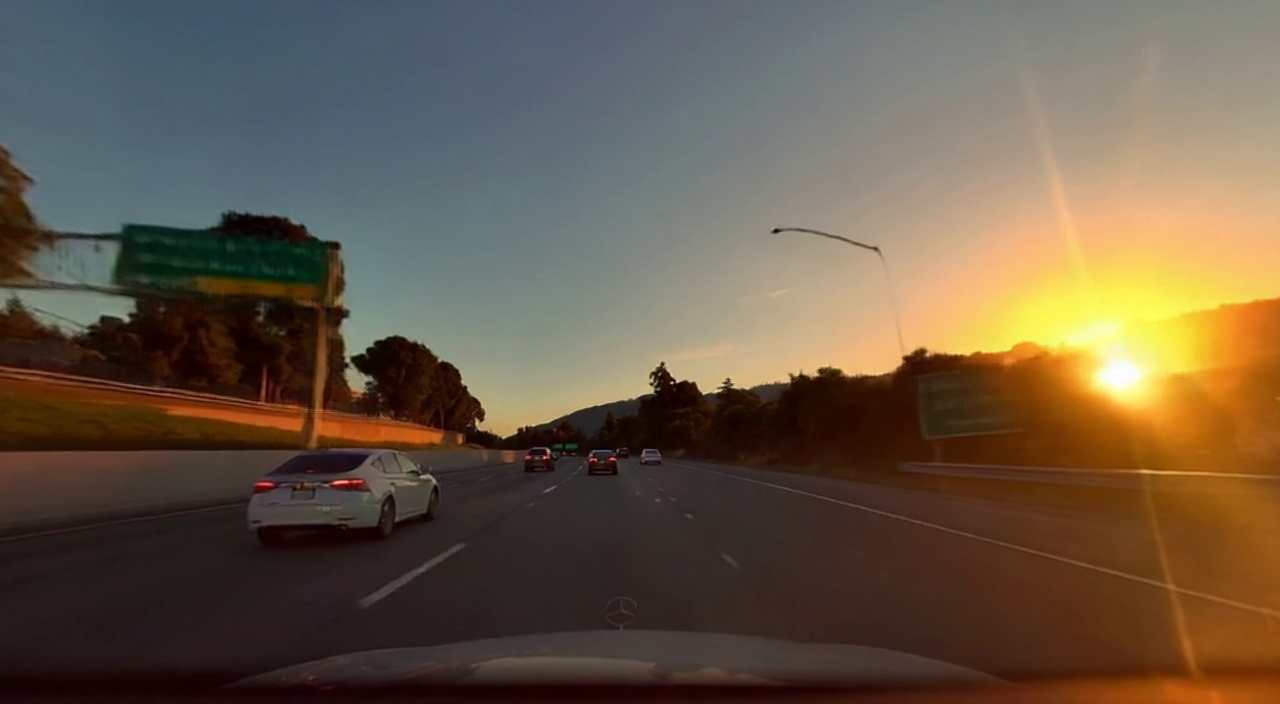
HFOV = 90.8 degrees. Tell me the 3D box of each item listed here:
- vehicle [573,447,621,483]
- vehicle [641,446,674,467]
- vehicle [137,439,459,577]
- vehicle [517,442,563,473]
[{"bbox_3d":[-1.839,4.881,27.715,1.947,1.437,4.345,0,-9,-3],"label":"vehicle"},{"bbox_3d":[1.218,7.713,46.759,2.021,1.447,3.985,1,-9,-4],"label":"vehicle"},{"bbox_3d":[-4.446,2.077,9.427,2.049,1.482,4.981,0,-9,0],"label":"vehicle"},{"bbox_3d":[-6.072,6.448,38.793,2.244,1.755,4.417,0,-9,-2],"label":"vehicle"}]
